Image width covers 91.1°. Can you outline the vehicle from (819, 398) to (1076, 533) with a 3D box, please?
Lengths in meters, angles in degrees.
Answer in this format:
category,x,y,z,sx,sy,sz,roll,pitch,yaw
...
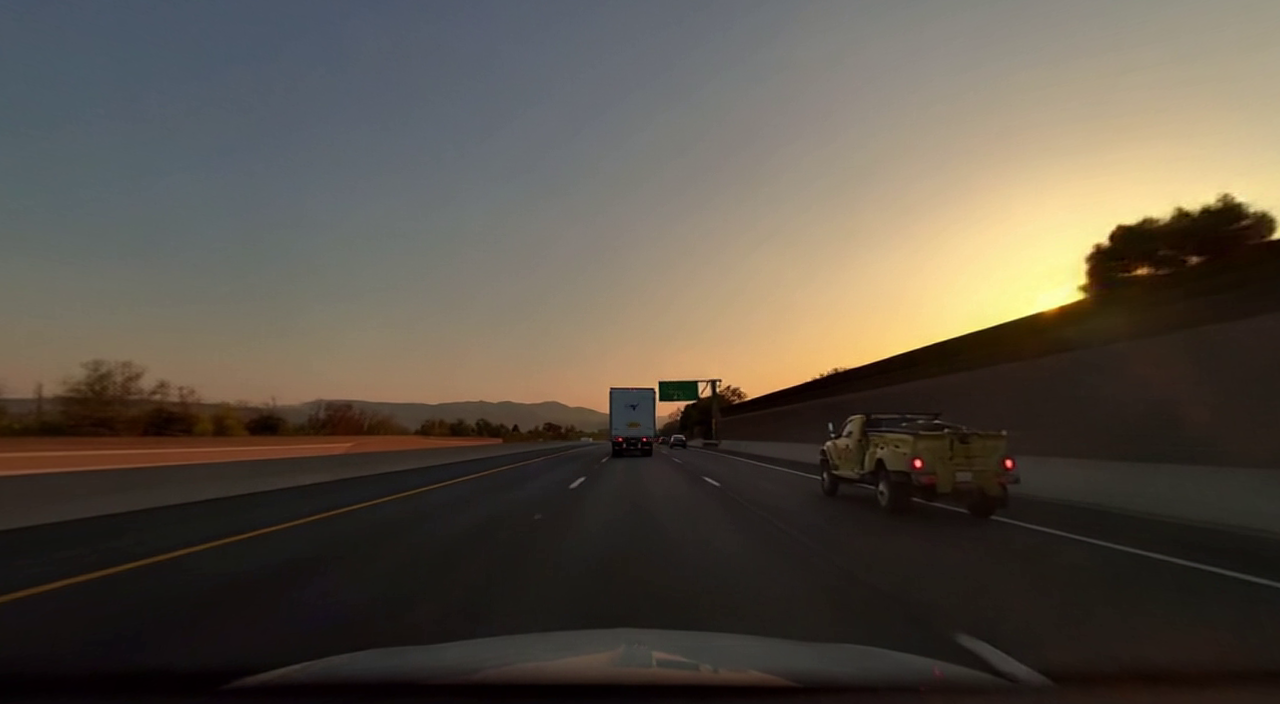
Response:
category,x,y,z,sx,sy,sz,roll,pitch,yaw
vehicle,4.869,1.852,10.956,2.091,1.829,4.625,0,-8,-1

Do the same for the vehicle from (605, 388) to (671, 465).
category,x,y,z,sx,sy,sz,roll,pitch,yaw
vehicle,-0.321,4.091,34.684,2.953,3.406,13.372,1,-7,-2

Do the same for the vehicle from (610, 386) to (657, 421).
category,x,y,z,sx,sy,sz,roll,pitch,yaw
vehicle,-0.290,2.525,30.354,2.112,1.472,4.240,0,-8,0
